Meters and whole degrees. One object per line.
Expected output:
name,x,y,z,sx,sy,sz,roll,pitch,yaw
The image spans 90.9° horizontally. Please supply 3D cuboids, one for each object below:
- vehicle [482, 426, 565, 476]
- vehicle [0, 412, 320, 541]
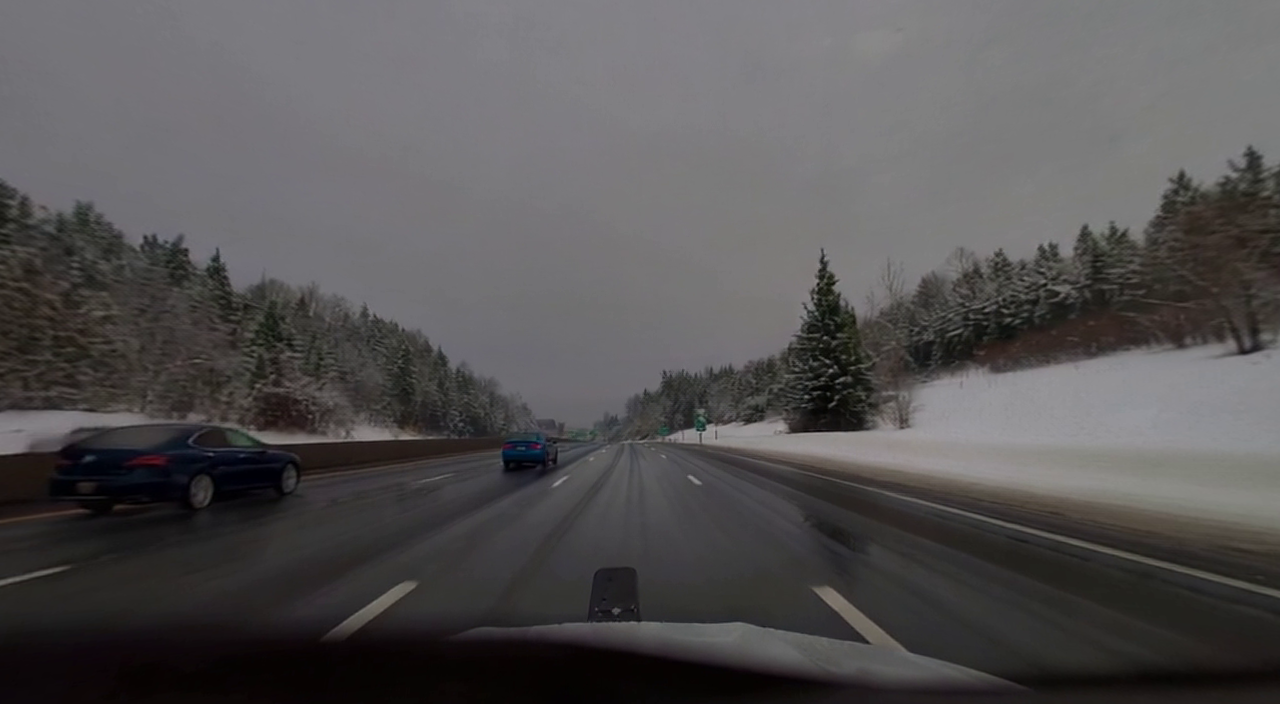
vehicle,-3.829,3.314,21.487,2.026,1.517,4.325,0,-7,0
vehicle,-7.261,1.801,9.965,1.983,1.535,4.652,0,-7,-1
